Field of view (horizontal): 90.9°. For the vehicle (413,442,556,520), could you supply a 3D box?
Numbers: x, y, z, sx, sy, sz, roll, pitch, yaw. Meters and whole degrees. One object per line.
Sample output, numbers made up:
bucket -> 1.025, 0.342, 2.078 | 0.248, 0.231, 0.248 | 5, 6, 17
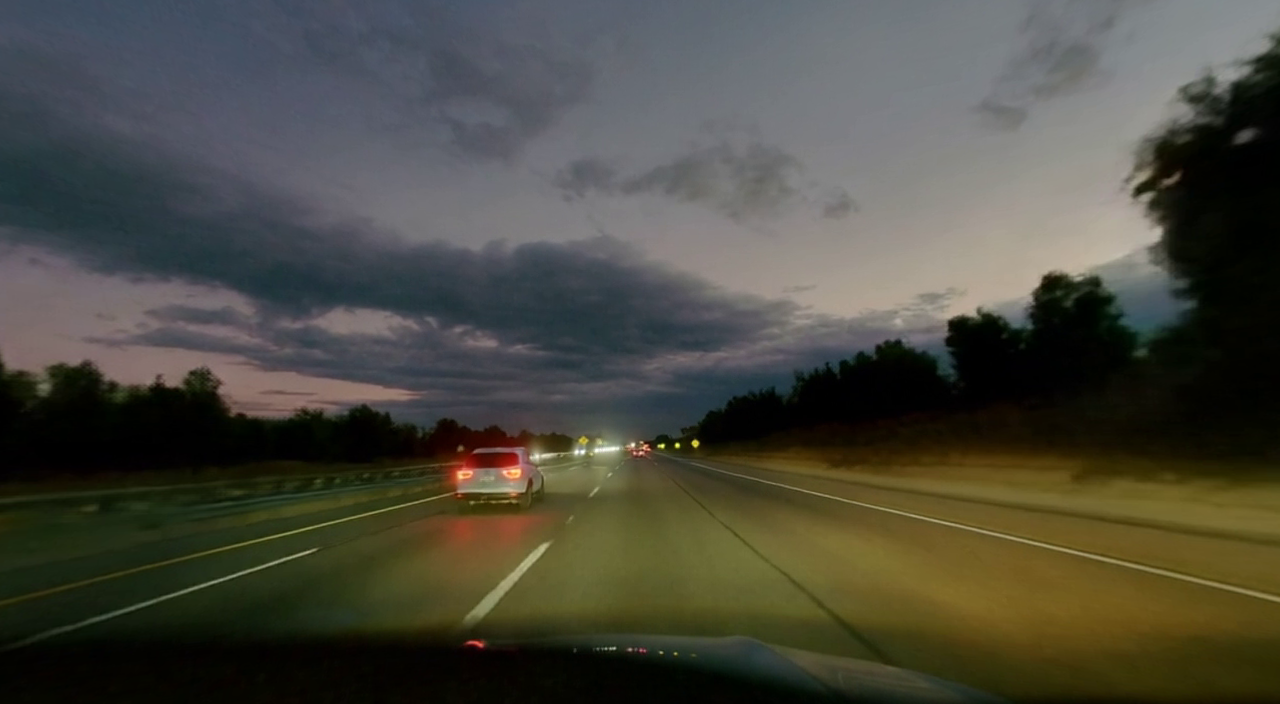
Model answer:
vehicle -> -3.318, 2.875, 14.547 | 2.054, 1.475, 4.708 | 0, -9, 0
